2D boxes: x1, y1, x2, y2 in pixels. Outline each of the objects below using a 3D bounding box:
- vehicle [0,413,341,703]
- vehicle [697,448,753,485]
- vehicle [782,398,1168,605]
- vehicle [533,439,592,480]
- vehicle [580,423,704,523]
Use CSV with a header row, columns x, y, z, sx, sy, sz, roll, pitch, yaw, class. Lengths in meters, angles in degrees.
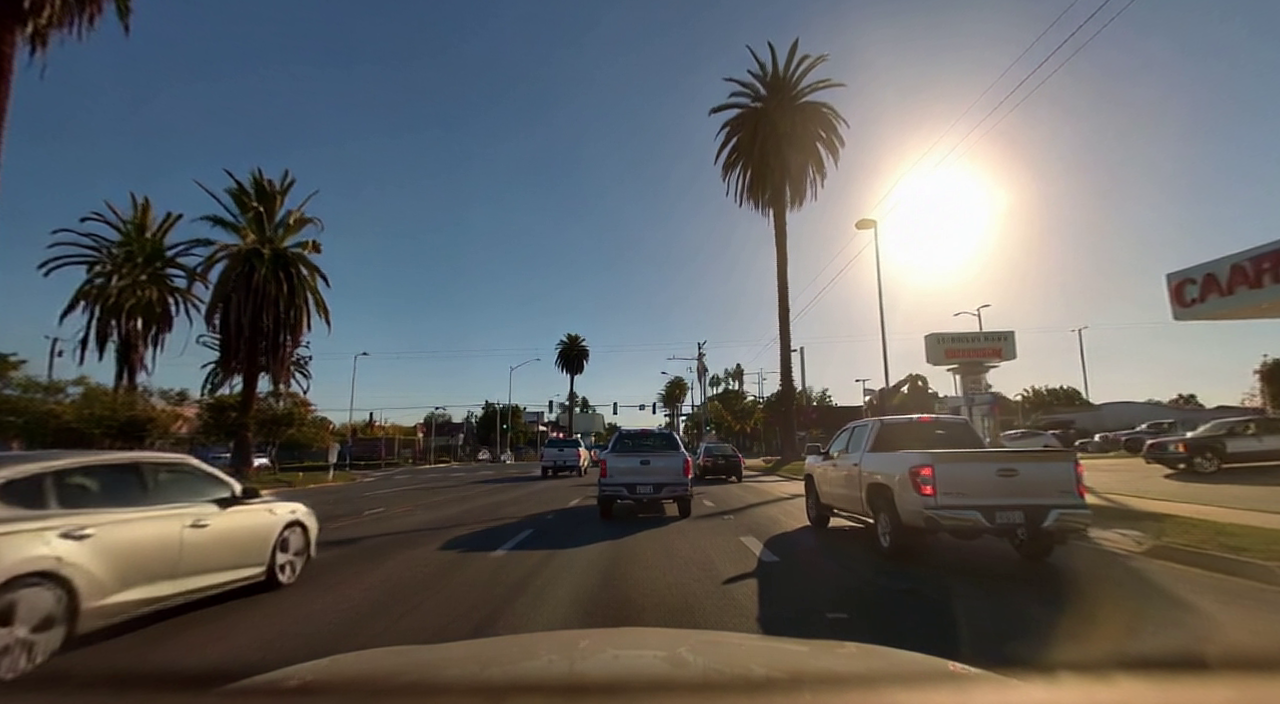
x,y,z,sx,sy,sz,roll,pitch,yaw,class
-4.121,1.212,4.099,1.983,1.502,4.720,0,-8,0,vehicle
3.574,4.883,27.086,1.901,1.401,3.965,0,-8,1,vehicle
3.602,1.736,8.404,2.120,1.828,5.531,0,-8,0,vehicle
-3.609,5.096,30.108,2.071,1.811,4.605,0,-8,2,vehicle
0.089,2.656,14.451,2.295,1.835,5.471,0,-8,1,vehicle
